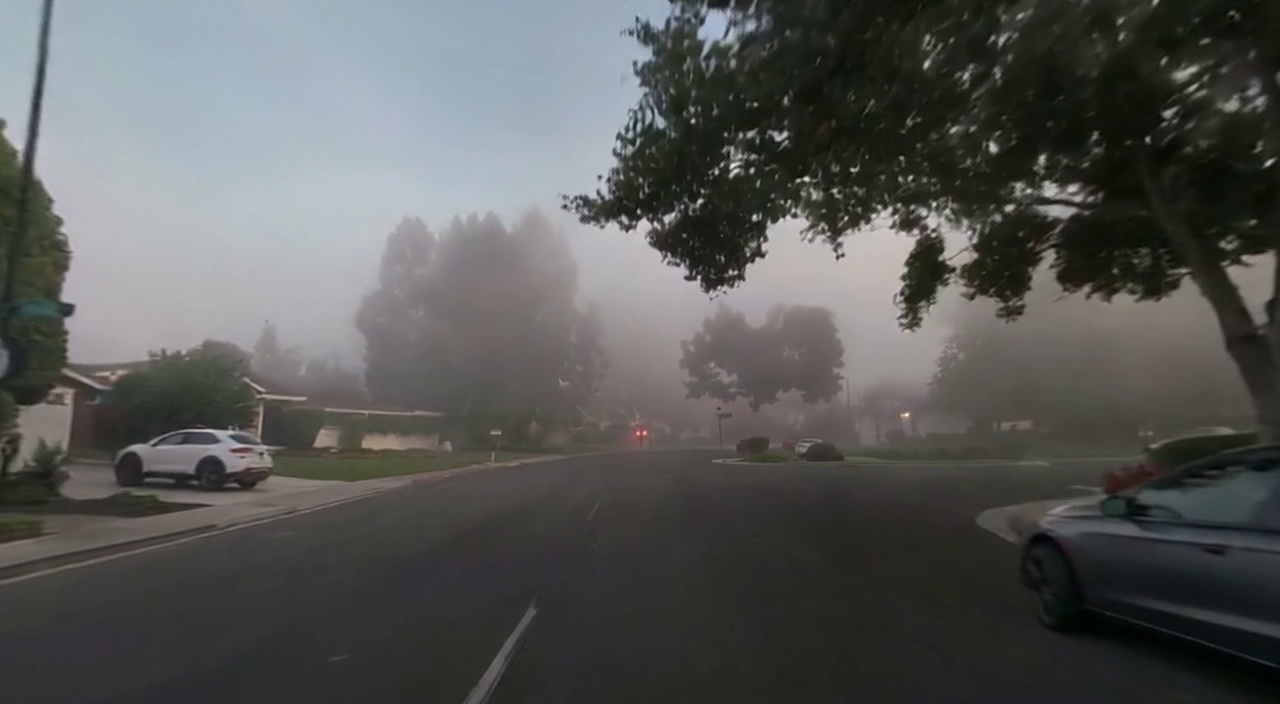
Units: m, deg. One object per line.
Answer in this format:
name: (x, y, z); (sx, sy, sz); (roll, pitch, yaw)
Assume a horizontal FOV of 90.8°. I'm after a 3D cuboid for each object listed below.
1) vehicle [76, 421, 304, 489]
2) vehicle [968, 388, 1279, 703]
vehicle: (-12.422, 2.828, 17.700); (4.790, 1.627, 2.112); (1, -4, 0)
vehicle: (3.872, 0.982, 3.012); (2.034, 1.583, 4.707); (0, -8, -1)
